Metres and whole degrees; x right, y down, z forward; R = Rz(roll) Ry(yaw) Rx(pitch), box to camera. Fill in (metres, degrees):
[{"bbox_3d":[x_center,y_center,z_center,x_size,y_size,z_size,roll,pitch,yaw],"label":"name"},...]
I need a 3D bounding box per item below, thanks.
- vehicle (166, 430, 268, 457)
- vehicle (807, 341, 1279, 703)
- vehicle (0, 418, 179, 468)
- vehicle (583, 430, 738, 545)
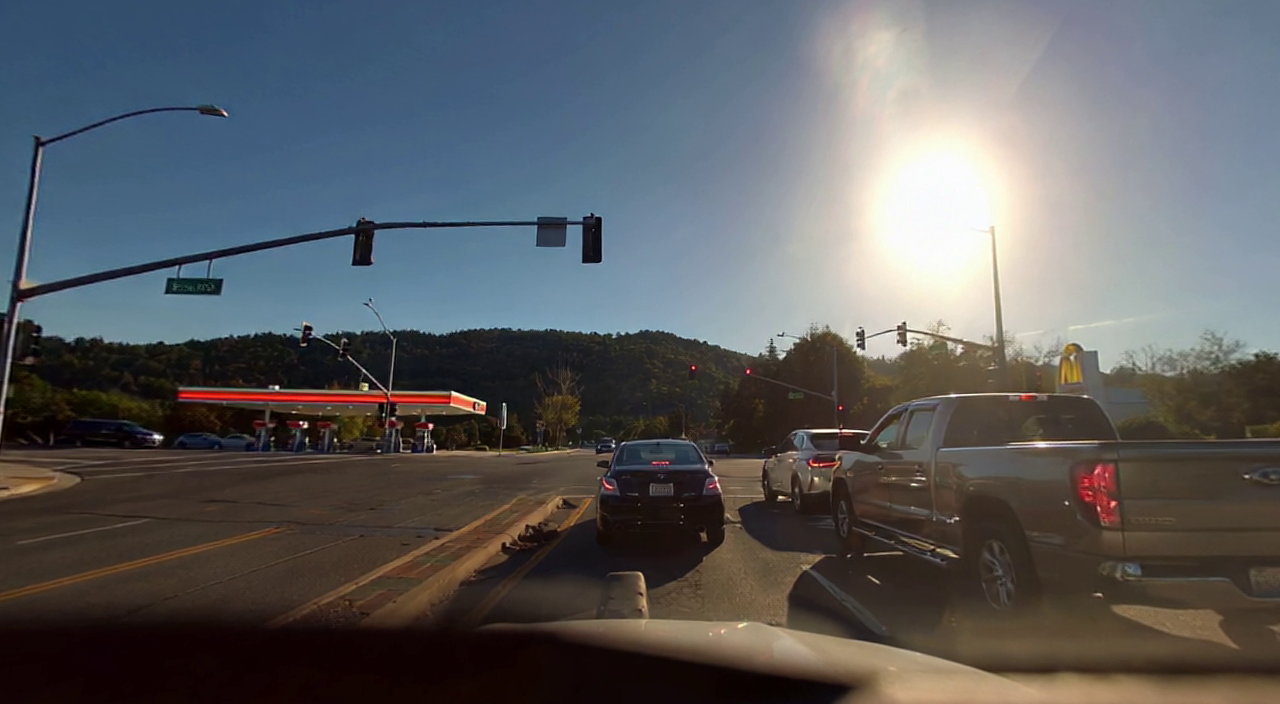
[{"bbox_3d":[-23.094,5.026,34.490,4.326,1.420,1.798,-1,-8,4],"label":"vehicle"},{"bbox_3d":[3.576,1.315,6.092,2.277,1.871,6.143,0,-8,0],"label":"vehicle"},{"bbox_3d":[-20.193,3.362,23.282,4.742,1.720,2.107,-1,-8,5],"label":"vehicle"},{"bbox_3d":[0.257,2.070,10.254,2.027,1.494,3.824,0,-8,0],"label":"vehicle"}]
